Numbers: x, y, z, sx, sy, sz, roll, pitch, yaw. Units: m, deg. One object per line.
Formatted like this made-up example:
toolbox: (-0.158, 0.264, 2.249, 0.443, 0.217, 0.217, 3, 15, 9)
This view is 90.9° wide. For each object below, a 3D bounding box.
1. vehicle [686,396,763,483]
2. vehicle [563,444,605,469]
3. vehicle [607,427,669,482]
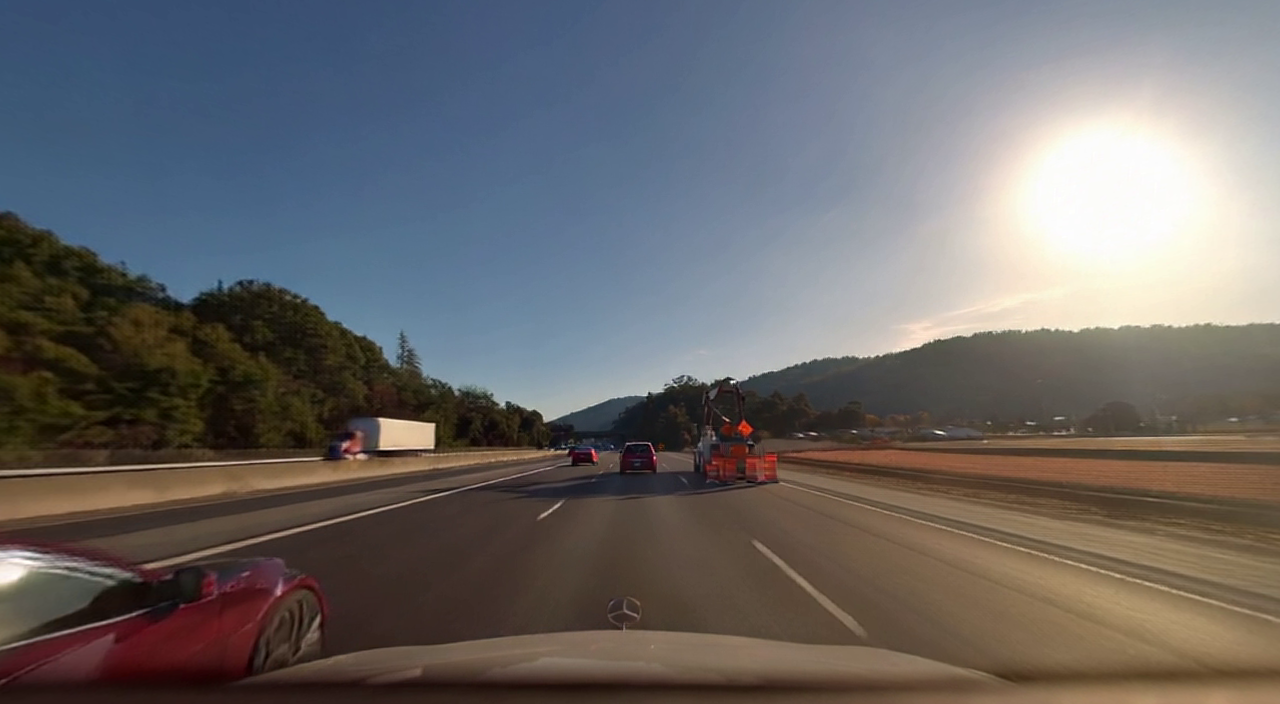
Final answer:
vehicle: (4.069, 4.570, 32.759, 2.793, 3.828, 9.580, 0, -8, 1)
vehicle: (-3.396, 6.409, 38.880, 2.096, 1.469, 4.319, 0, -8, 1)
vehicle: (-0.057, 4.131, 25.657, 2.308, 1.993, 4.631, 0, -8, 1)
